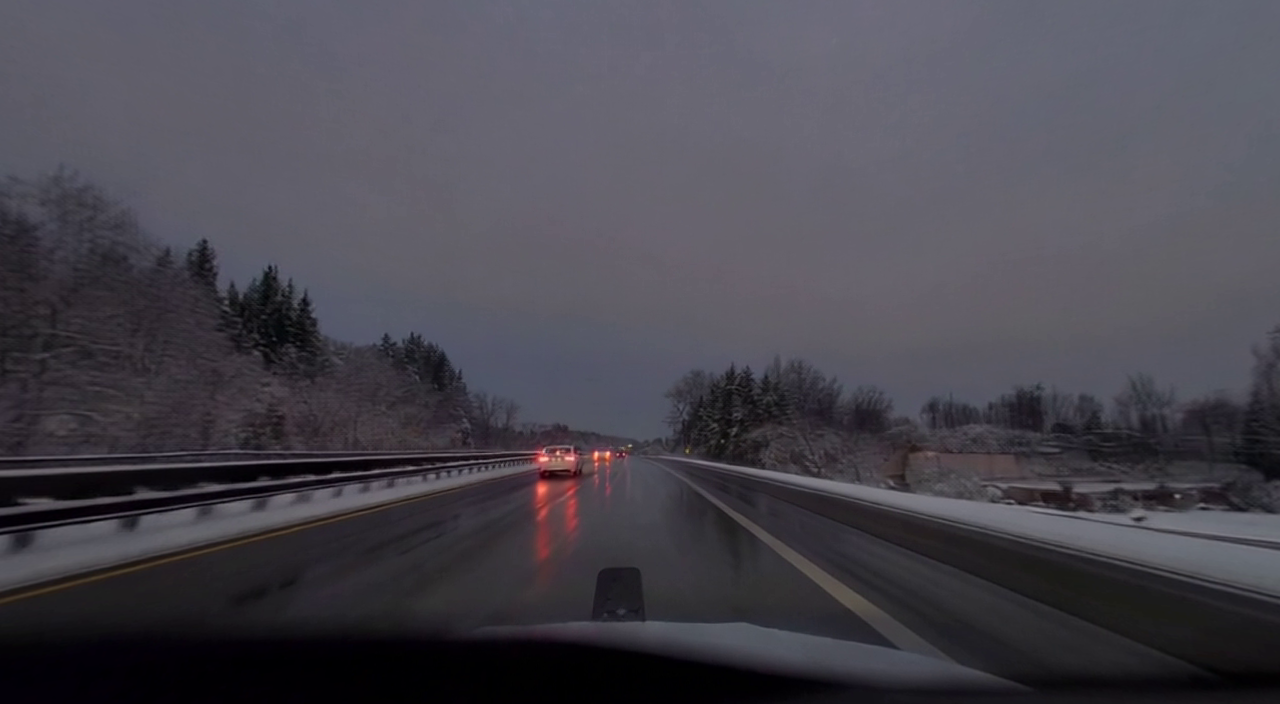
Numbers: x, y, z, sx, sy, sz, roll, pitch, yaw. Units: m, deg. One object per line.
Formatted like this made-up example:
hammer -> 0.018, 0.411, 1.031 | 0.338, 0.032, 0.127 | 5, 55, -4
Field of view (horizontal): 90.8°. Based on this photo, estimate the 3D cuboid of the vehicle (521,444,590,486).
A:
vehicle -> -3.427, 4.693, 26.570 | 2.184, 1.574, 5.004 | 0, -9, 0
